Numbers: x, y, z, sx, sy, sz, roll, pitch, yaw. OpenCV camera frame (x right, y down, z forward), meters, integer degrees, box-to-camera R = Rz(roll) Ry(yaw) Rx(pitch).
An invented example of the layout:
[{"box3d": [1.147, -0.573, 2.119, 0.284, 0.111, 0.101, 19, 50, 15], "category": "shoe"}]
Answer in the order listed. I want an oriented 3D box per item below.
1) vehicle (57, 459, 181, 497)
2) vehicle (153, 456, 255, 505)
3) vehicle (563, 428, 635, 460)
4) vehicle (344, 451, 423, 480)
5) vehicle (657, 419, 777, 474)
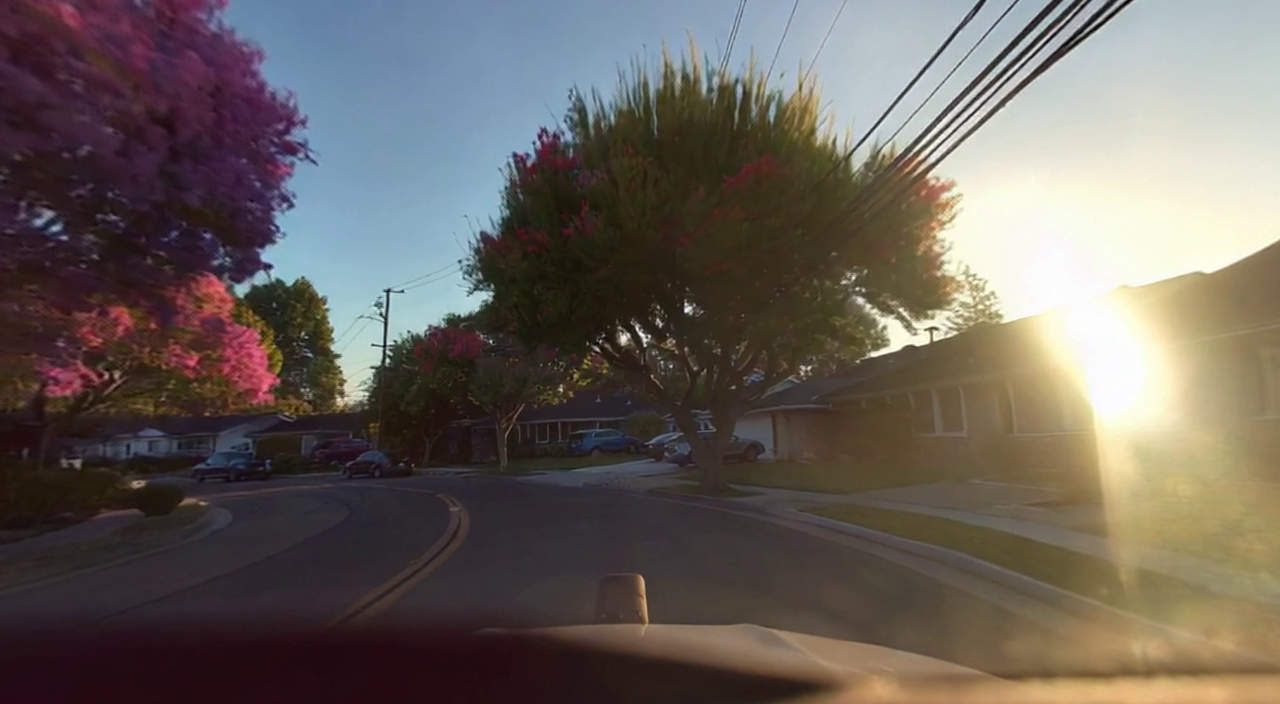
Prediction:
[{"box3d": [-22.973, 5.547, 27.894, 4.348, 1.440, 2.040, -4, -9, 17], "category": "vehicle"}, {"box3d": [-16.785, 4.860, 24.288, 3.897, 1.493, 1.942, -5, -7, 35], "category": "vehicle"}, {"box3d": [-2.423, 5.625, 38.648, 2.043, 1.819, 4.476, -6, -11, 34], "category": "vehicle"}, {"box3d": [-13.934, 6.113, 34.299, 4.019, 1.484, 1.978, -6, -11, 34], "category": "vehicle"}, {"box3d": [3.201, 3.880, 26.151, 4.459, 1.738, 1.930, -2, -7, -27], "category": "vehicle"}]
